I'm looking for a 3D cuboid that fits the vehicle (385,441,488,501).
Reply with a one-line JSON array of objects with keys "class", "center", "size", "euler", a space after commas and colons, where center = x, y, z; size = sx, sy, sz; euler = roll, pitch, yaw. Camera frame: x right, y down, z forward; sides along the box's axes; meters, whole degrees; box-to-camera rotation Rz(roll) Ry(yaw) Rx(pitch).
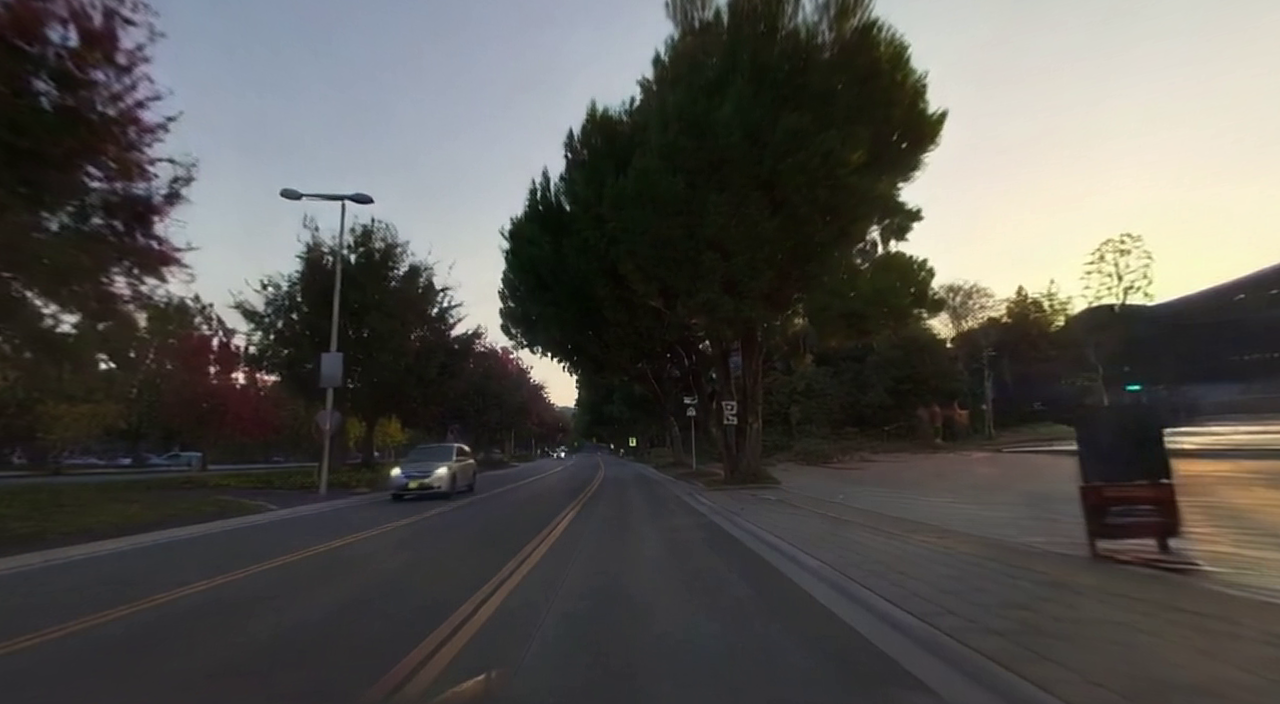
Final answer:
[{"class": "vehicle", "center": [-6.429, 3.794, 20.351], "size": [2.017, 1.725, 4.115], "euler": [0, -9, -1]}]
